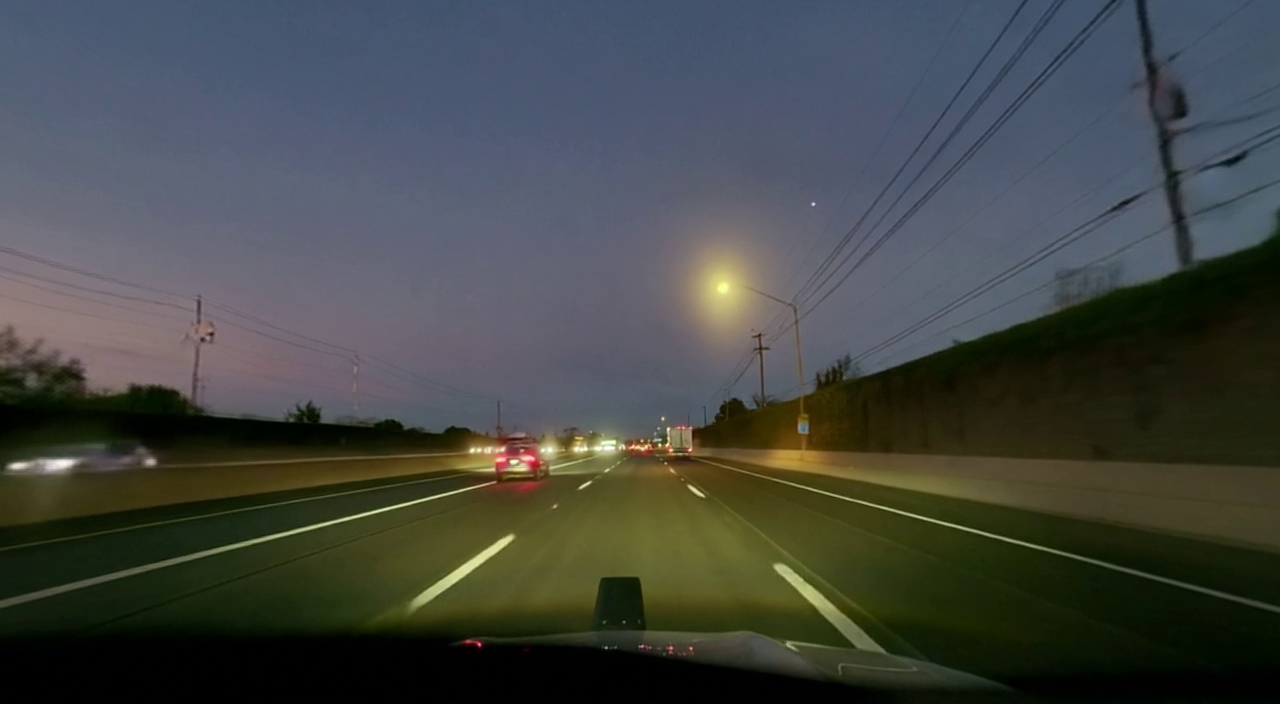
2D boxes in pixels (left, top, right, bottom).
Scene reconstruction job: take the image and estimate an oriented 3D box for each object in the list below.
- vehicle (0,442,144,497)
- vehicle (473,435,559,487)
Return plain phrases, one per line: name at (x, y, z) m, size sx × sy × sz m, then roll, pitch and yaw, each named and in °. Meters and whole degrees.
vehicle at (-19.120, 3.758, 20.622) m, size 1.926 × 1.571 × 4.680 m, roll 0°, pitch -8°, yaw 1°
vehicle at (-4.275, 3.837, 22.516) m, size 2.064 × 1.642 × 4.389 m, roll 0°, pitch -8°, yaw 1°
